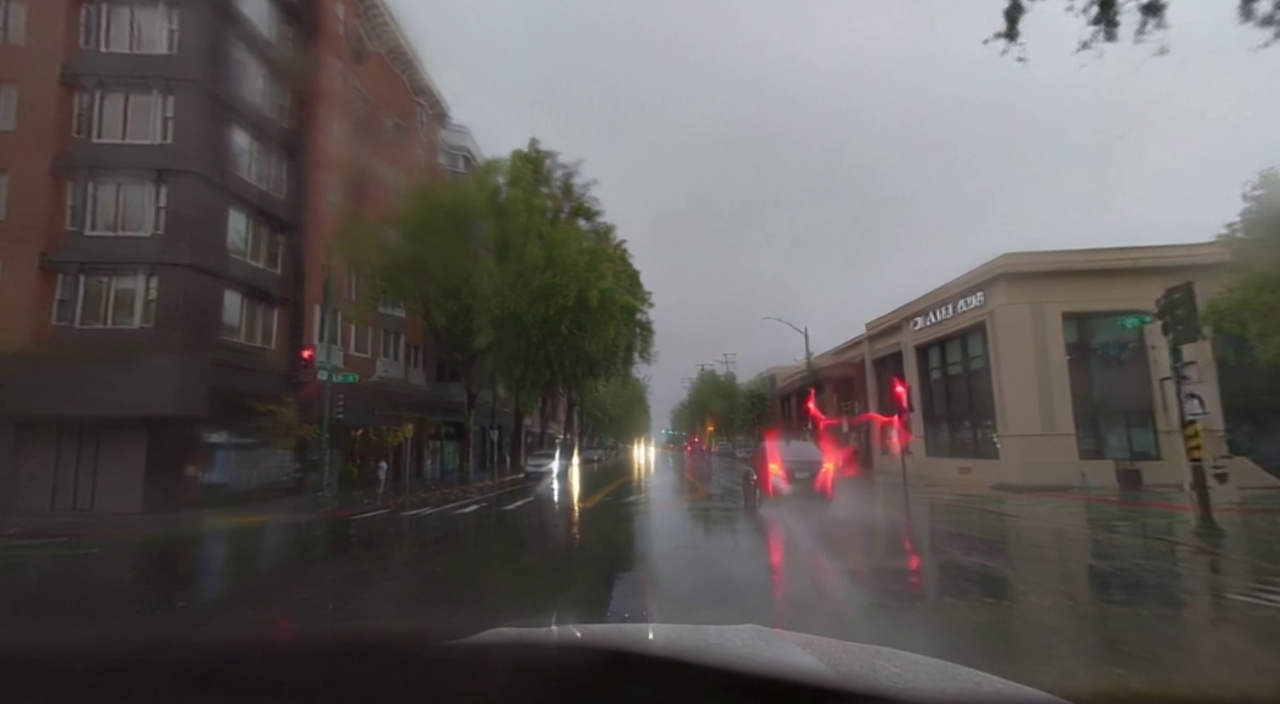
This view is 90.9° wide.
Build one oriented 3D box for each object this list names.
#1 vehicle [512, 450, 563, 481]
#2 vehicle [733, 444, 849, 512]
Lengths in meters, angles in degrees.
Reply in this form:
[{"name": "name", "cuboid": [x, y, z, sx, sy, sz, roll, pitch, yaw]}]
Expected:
[{"name": "vehicle", "cuboid": [-5.733, 6.390, 35.699, 2.127, 1.533, 4.547, -1, -8, 0]}, {"name": "vehicle", "cuboid": [3.623, 3.077, 15.952, 2.014, 1.474, 4.090, 0, -8, 1]}]
